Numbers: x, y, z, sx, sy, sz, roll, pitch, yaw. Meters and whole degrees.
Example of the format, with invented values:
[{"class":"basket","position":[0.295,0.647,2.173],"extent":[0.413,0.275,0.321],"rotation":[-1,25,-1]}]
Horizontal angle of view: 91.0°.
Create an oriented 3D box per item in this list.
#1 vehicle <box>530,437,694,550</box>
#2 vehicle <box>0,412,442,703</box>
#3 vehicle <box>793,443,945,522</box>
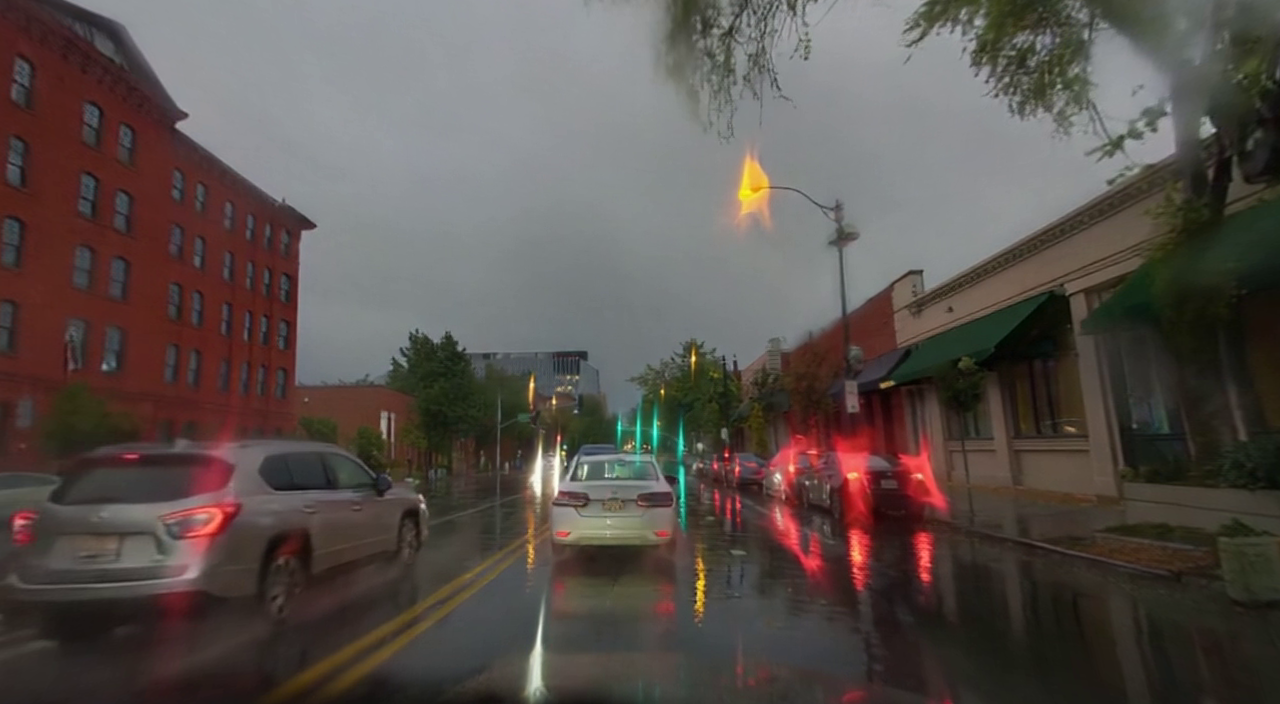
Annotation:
[{"class":"vehicle","position":[-0.383,2.241,10.679],"extent":[2.230,1.518,4.113],"rotation":[0,-9,0]},{"class":"vehicle","position":[-3.508,1.439,5.593],"extent":[1.934,1.548,4.635],"rotation":[0,-9,1]},{"class":"vehicle","position":[4.912,2.823,14.217],"extent":[1.832,1.491,4.054],"rotation":[1,-9,-1]}]
